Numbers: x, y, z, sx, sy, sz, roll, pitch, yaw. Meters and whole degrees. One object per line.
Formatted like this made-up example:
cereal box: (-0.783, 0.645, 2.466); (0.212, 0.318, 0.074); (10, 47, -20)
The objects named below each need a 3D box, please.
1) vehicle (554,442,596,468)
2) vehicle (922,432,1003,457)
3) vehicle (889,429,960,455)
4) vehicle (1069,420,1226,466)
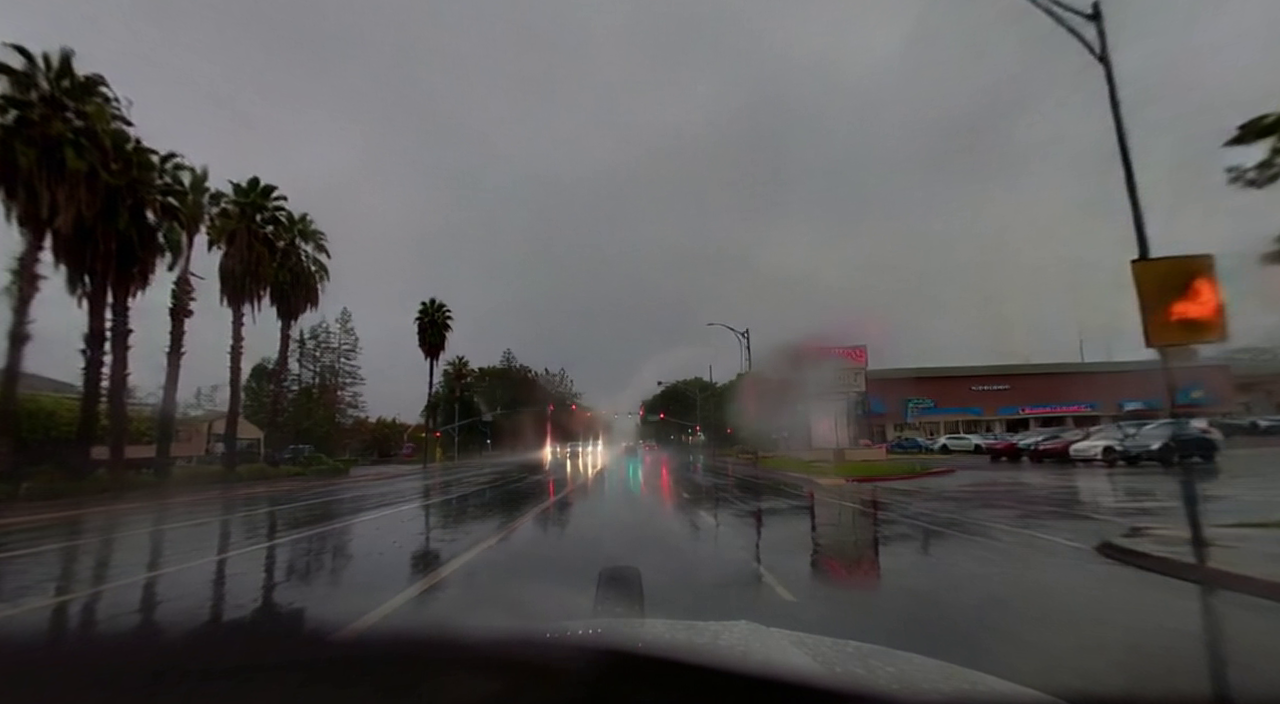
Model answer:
vehicle: (-3.897, 6.277, 38.740); (2.181, 1.483, 4.123); (0, -9, -1)
vehicle: (21.101, 6.083, 41.428); (4.505, 1.584, 2.015); (-5, -10, 27)
vehicle: (21.366, 6.815, 47.450); (4.600, 1.677, 1.980); (-7, -11, 25)
vehicle: (20.599, 3.759, 25.919); (4.548, 1.741, 1.971); (-4, -10, 25)
